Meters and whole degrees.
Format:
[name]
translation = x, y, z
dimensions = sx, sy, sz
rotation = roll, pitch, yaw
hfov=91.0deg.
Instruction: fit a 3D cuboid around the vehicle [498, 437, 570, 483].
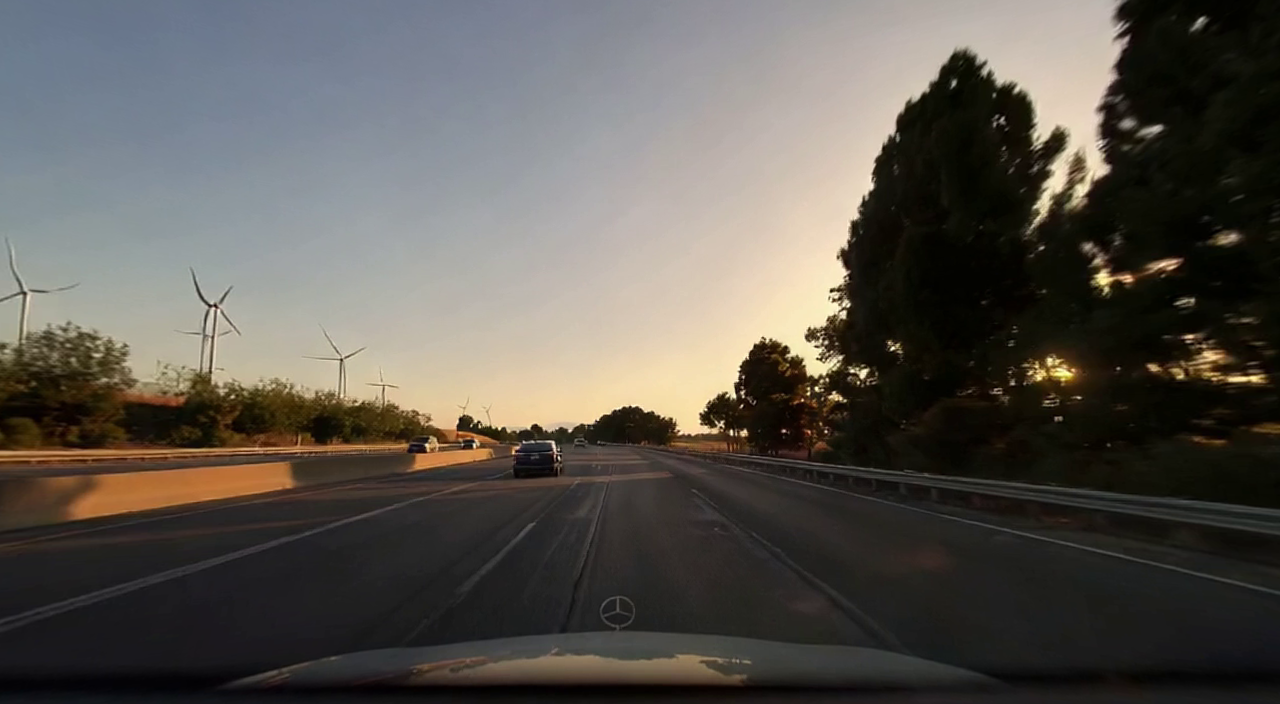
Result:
[vehicle]
translation = -3.840, 3.974, 23.514
dimensions = 2.053, 1.549, 4.097
rotation = 0, -8, -1
